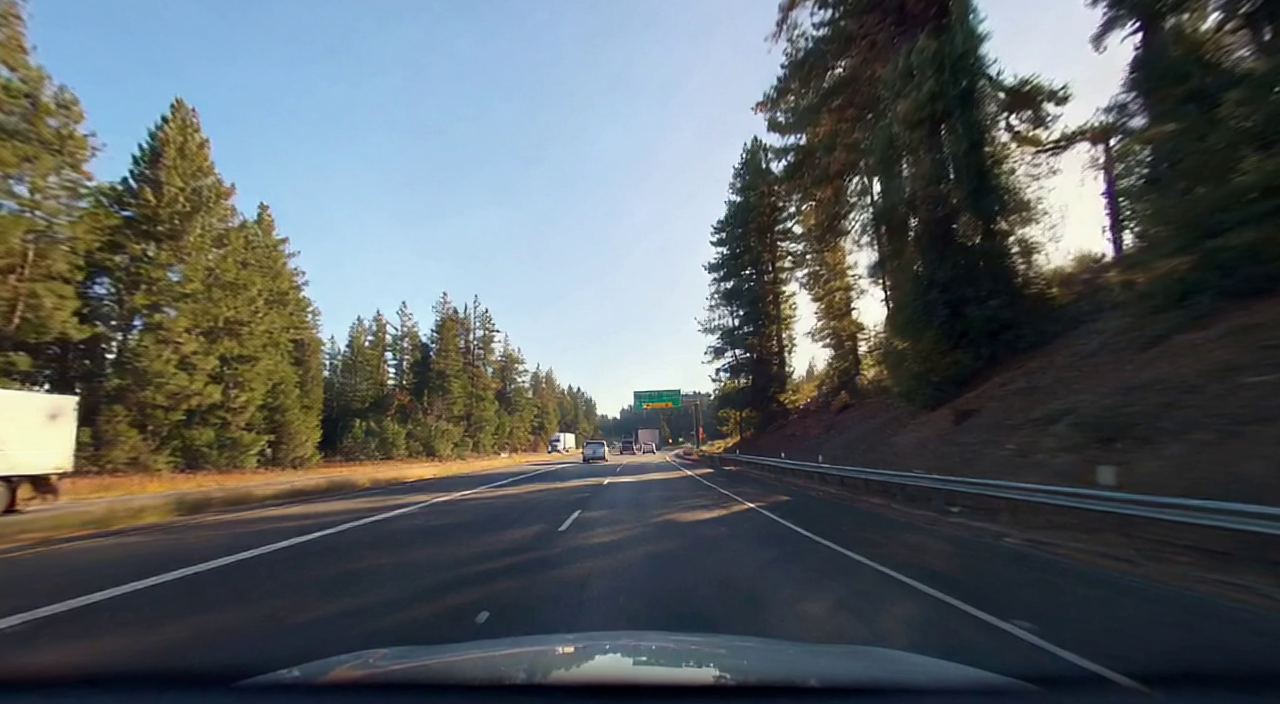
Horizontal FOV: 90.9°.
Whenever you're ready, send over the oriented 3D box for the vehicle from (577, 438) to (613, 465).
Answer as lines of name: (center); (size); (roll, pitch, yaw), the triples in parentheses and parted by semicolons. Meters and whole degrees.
vehicle: (-3.079, 6.954, 44.102); (2.129, 1.742, 4.217); (0, -8, 1)
